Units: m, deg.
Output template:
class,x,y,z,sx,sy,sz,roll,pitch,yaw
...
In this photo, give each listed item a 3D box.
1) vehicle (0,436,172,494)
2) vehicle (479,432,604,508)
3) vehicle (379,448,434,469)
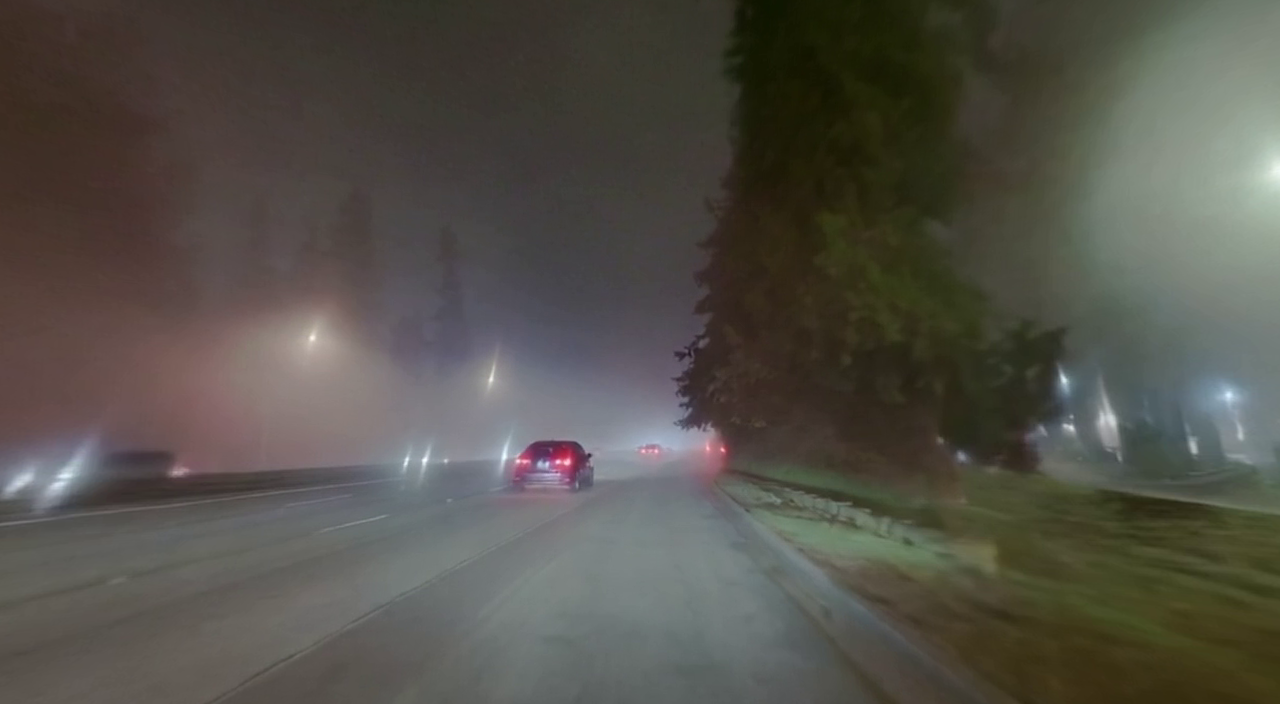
class,x,y,z,sx,sy,sz,roll,pitch,yaw
vehicle,-17.697,3.515,20.085,1.918,1.628,4.502,-1,-8,5
vehicle,-2.316,2.949,16.344,2.082,1.638,4.644,-1,-8,5
vehicle,-17.268,7.860,46.935,1.795,1.454,4.467,-1,-8,9
